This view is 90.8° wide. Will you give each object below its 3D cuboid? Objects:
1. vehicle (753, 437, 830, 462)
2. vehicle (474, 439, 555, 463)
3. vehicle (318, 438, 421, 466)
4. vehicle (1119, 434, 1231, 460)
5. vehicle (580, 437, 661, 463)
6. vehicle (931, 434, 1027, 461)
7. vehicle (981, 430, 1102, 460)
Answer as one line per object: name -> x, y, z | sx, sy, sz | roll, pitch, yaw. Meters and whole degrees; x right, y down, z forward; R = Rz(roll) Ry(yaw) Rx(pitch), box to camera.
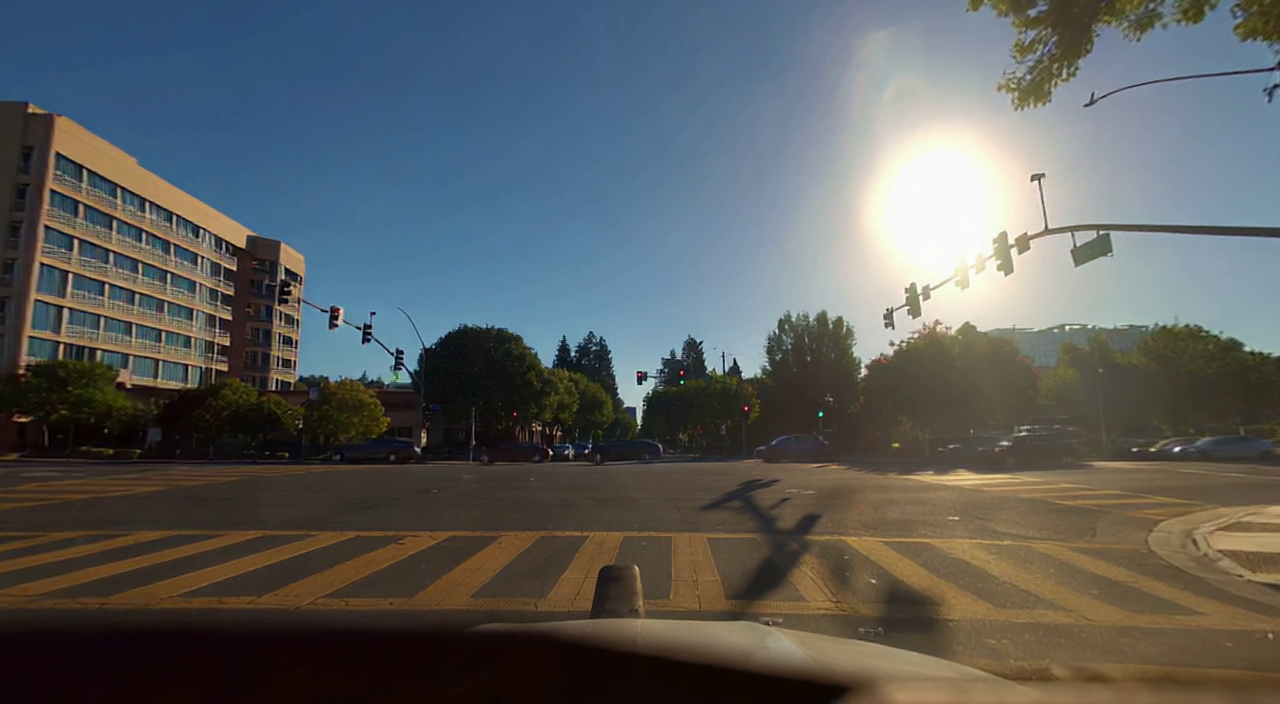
vehicle -> 9.598, 6.194, 40.204 | 4.443, 1.472, 1.794 | 0, -9, 1
vehicle -> -7.949, 6.282, 40.219 | 4.759, 1.445, 1.865 | 0, -9, 0
vehicle -> -14.252, 5.295, 33.436 | 4.629, 1.423, 1.833 | -1, -9, 2
vehicle -> 31.099, 5.533, 36.807 | 4.724, 1.452, 1.870 | 0, -9, 0
vehicle -> -1.124, 5.682, 36.789 | 4.631, 1.435, 1.715 | 0, -9, 0
vehicle -> 19.616, 5.558, 36.720 | 4.519, 1.476, 1.767 | 0, -9, 0
vehicle -> 25.272, 5.874, 39.904 | 6.133, 1.833, 2.155 | 0, -9, -2
